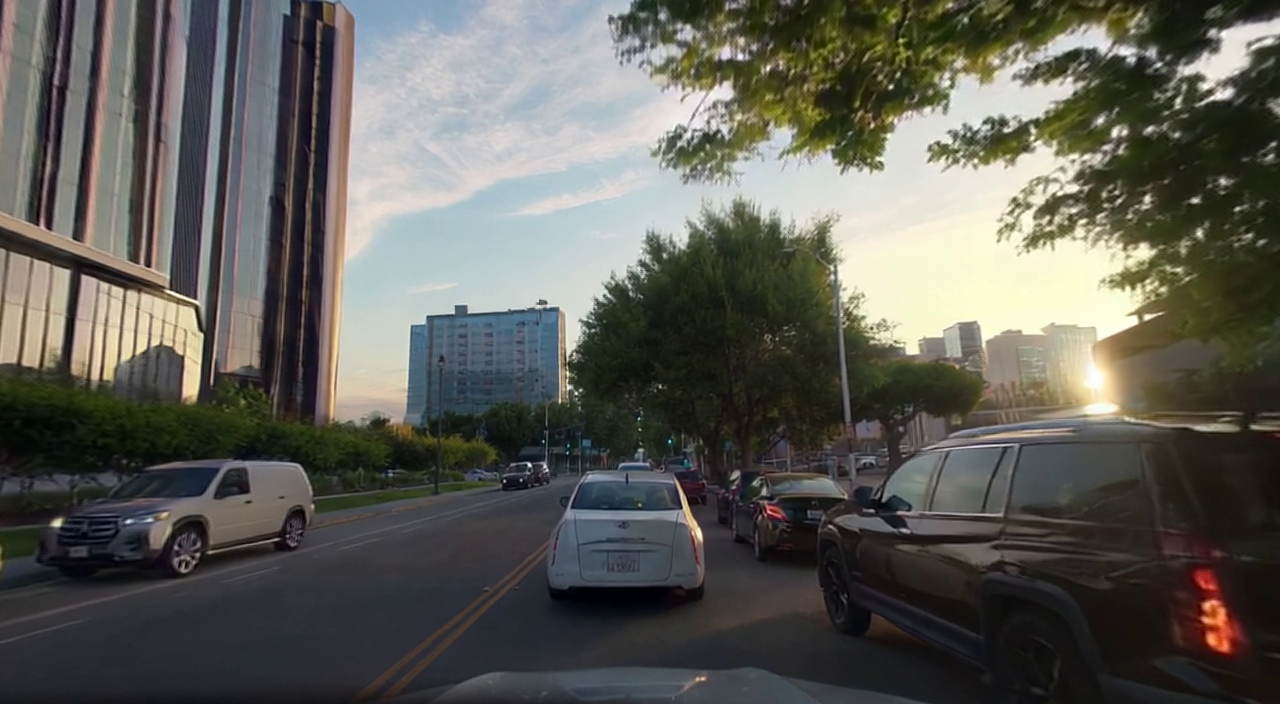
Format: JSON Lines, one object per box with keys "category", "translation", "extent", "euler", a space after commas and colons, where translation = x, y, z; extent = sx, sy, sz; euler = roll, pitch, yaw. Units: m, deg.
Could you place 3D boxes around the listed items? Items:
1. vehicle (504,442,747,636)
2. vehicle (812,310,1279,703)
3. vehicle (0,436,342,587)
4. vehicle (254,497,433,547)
{"category": "vehicle", "translation": [-0.109, 1.907, 7.163], "extent": [2.018, 1.583, 3.646], "euler": [1, -10, 0]}
{"category": "vehicle", "translation": [2.728, 1.216, 4.246], "extent": [1.868, 1.920, 4.501], "euler": [1, -10, 0]}
{"category": "vehicle", "translation": [-6.807, 2.420, 9.961], "extent": [1.994, 1.701, 4.520], "euler": [-3, -12, -1]}
{"category": "vehicle", "translation": [-7.033, 4.142, 15.626], "extent": [2.223, 0.774, 4.789], "euler": [1, -10, -1]}
